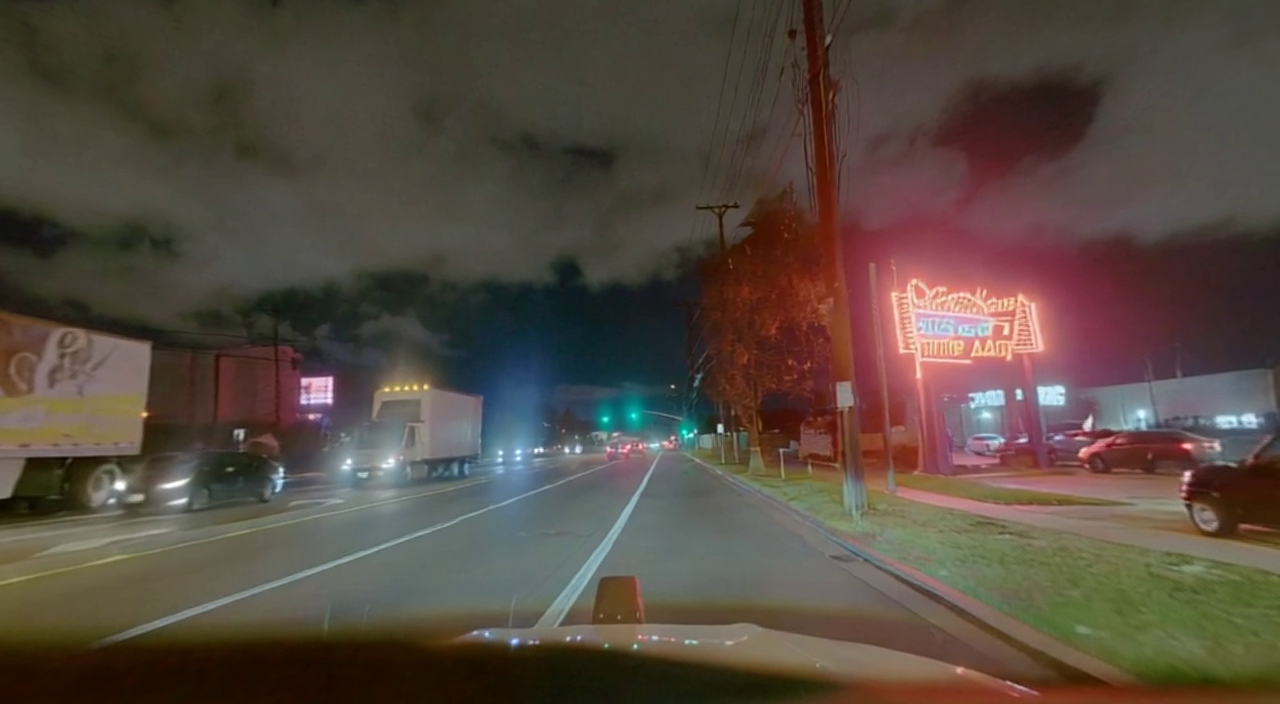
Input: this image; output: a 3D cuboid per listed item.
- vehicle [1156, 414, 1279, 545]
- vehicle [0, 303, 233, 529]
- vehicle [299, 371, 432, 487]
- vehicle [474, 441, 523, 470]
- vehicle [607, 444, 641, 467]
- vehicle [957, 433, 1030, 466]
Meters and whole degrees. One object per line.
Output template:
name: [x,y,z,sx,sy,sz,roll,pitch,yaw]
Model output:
vehicle: [8.325,1.367,6.942,1.796,1.490,4.416,-3,-12,5]
vehicle: [-13.414,0.836,9.507,2.876,4.151,17.071,-1,-9,2]
vehicle: [-9.861,2.898,23.161,3.027,3.903,3.372,-1,-10,3]
vehicle: [-9.128,6.745,41.137,2.004,1.745,4.445,-1,-9,2]
vehicle: [-1.085,7.356,44.987,2.040,1.492,5.114,-1,-9,3]
vehicle: [18.009,4.984,32.403,1.697,1.559,3.647,-1,-9,2]
